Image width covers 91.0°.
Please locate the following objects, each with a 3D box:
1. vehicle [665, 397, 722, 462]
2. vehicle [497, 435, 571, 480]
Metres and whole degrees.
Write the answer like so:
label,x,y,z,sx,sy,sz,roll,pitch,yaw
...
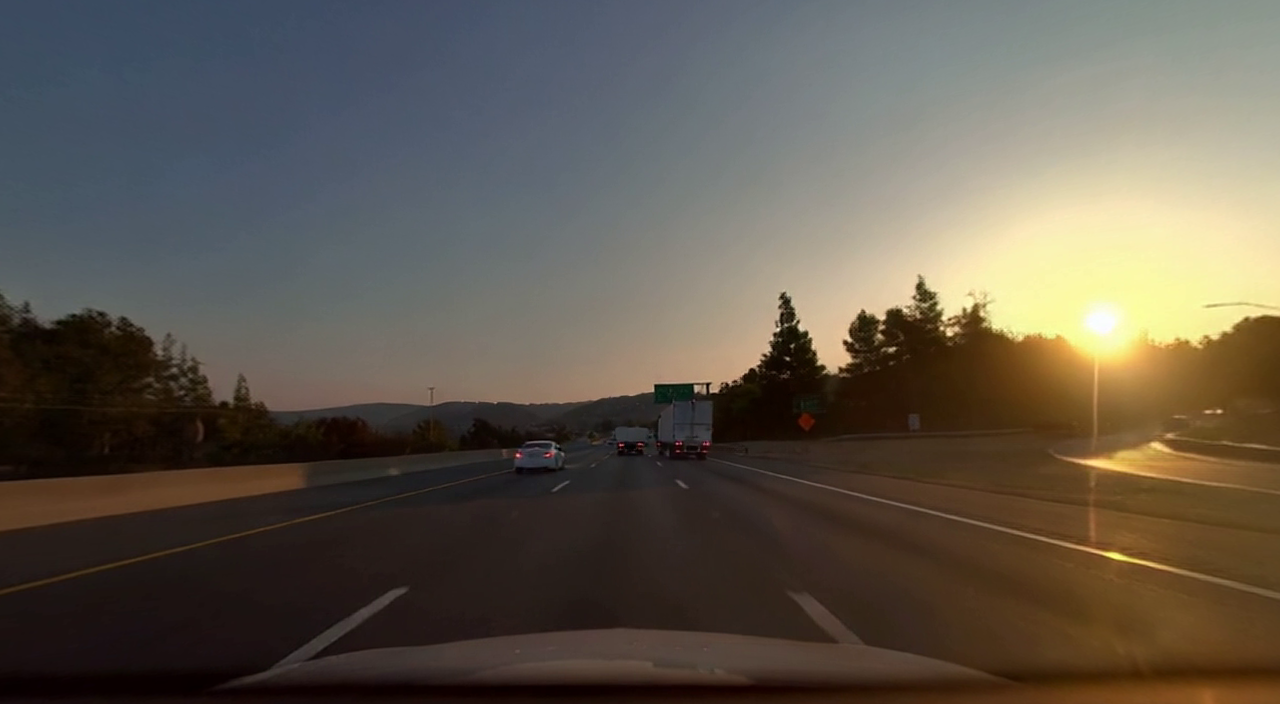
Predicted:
label,x,y,z,sx,sy,sz,roll,pitch,yaw
vehicle,3.562,5.596,44.681,2.997,3.983,10.860,1,-8,0
vehicle,-3.961,4.026,24.289,2.111,1.536,4.270,0,-8,0
